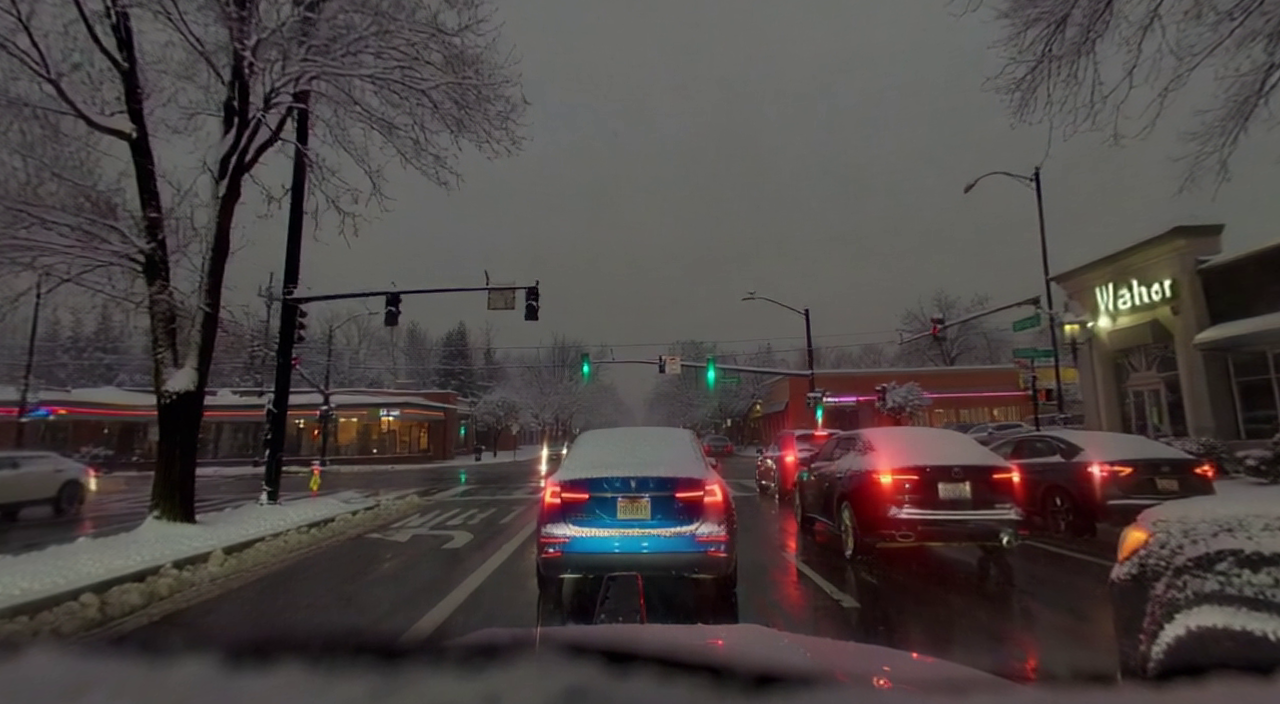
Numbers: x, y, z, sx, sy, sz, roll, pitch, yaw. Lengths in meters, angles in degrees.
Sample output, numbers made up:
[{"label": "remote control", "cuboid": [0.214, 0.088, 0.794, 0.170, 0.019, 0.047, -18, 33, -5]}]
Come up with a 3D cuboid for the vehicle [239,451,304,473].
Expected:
[{"label": "vehicle", "cuboid": [-28.588, 8.537, 49.174, 4.205, 1.541, 1.780, 4, -10, -28]}]

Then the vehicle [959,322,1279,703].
[{"label": "vehicle", "cuboid": [2.978, 0.693, 1.571, 2.075, 1.661, 4.401, 0, -9, 1]}]

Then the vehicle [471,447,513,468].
[{"label": "vehicle", "cuboid": [-11.256, 8.007, 48.240, 2.099, 1.478, 4.411, 0, -9, 0]}]

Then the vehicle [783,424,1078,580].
[{"label": "vehicle", "cuboid": [3.321, 1.782, 8.323, 1.865, 1.496, 4.170, 0, -9, 0]}]

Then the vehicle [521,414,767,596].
[{"label": "vehicle", "cuboid": [0.011, 1.632, 7.502, 2.154, 1.577, 3.723, 0, -9, -1]}]

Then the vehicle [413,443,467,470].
[{"label": "vehicle", "cuboid": [-15.080, 7.900, 48.037, 2.395, 1.903, 4.860, -1, -9, 1]}]

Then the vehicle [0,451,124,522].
[{"label": "vehicle", "cuboid": [-15.784, 3.254, 15.440, 2.269, 1.604, 4.265, -2, -9, 13]}]
